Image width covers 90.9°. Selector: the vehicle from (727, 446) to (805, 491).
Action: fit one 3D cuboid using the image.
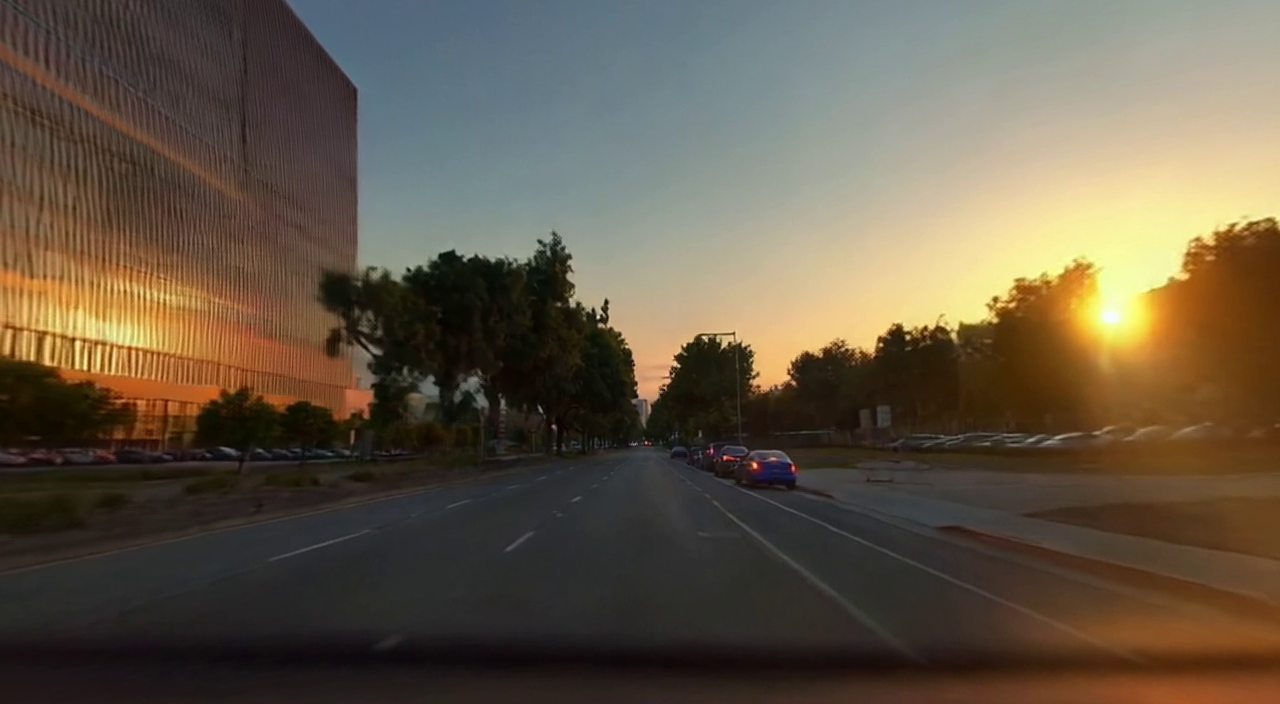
[{"bbox_3d":[4.421,4.143,22.762,1.872,1.420,4.201,0,-8,-1],"label":"vehicle"}]
